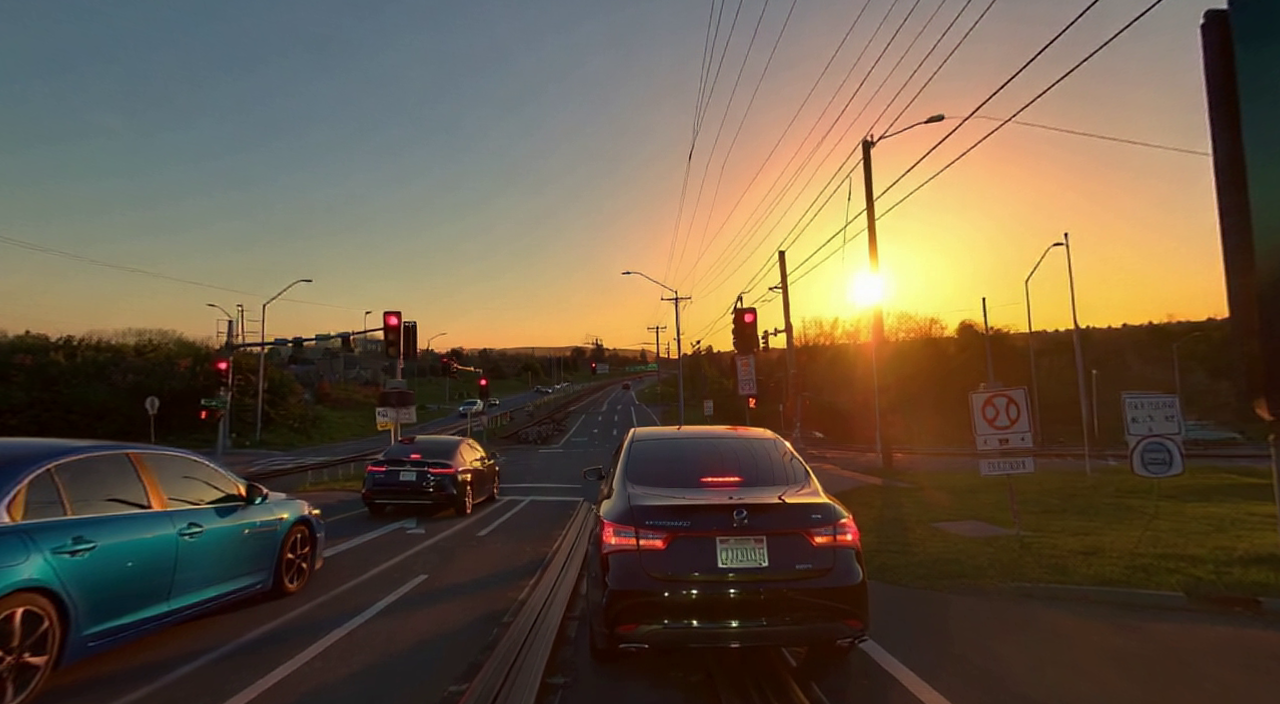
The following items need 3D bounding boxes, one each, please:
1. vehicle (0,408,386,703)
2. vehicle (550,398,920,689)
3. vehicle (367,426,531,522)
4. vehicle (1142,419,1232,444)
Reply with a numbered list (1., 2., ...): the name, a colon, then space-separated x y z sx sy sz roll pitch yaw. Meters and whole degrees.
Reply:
1. vehicle: -3.706 1.242 4.459 1.956 1.468 4.585 0 -8 -1
2. vehicle: 0.402 1.310 5.438 1.998 1.529 3.960 1 -8 -4
3. vehicle: -3.378 2.239 12.081 1.984 1.505 4.047 0 -8 -2
4. vehicle: 40.120 5.872 46.428 4.544 1.762 2.272 1 -9 -3
